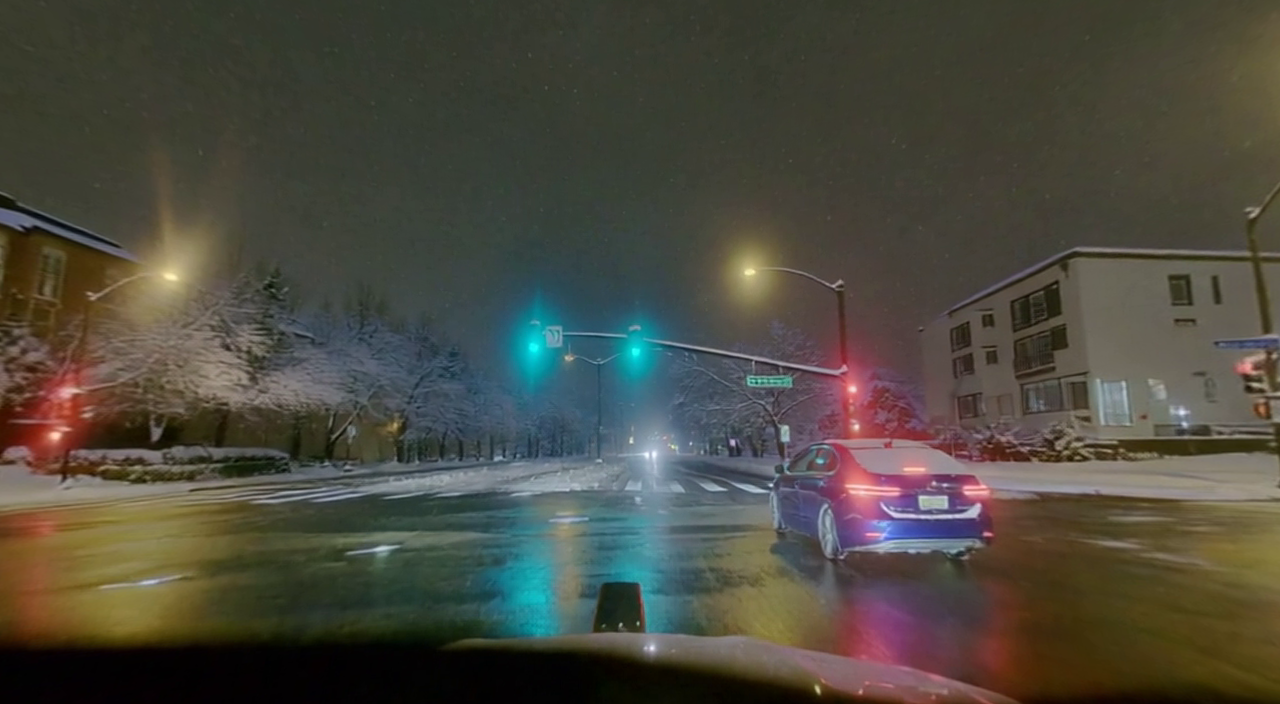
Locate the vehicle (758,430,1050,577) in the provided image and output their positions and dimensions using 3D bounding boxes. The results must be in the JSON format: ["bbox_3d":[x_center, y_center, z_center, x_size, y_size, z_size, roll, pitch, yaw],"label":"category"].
[{"bbox_3d":[3.263,1.966,9.158,2.089,1.539,4.767,0,-8,-1],"label":"vehicle"}]
